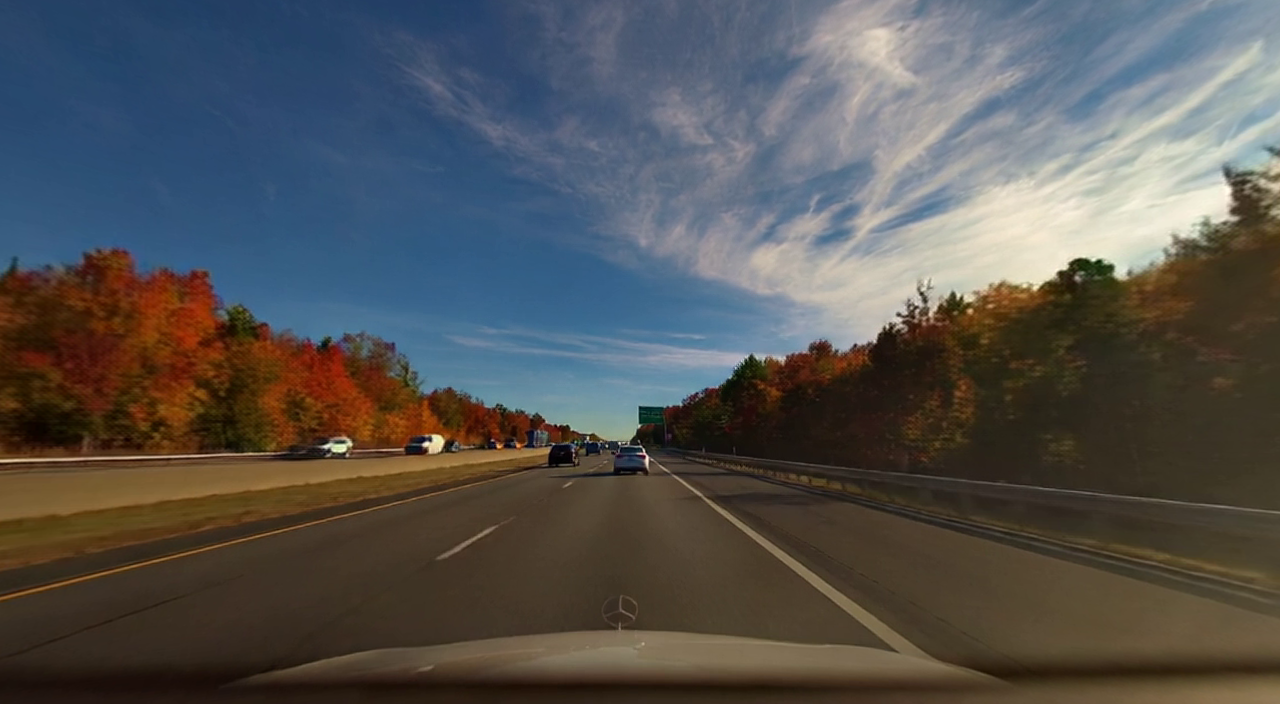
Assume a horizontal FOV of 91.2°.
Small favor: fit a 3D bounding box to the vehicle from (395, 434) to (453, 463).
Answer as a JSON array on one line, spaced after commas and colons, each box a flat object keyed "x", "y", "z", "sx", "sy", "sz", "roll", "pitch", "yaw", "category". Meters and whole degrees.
[{"x": -13.292, "y": 6.003, "z": 38.850, "sx": 1.995, "sy": 1.636, "sz": 4.605, "roll": -1, "pitch": -9, "yaw": 0, "category": "vehicle"}]

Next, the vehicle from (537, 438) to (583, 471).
[{"x": -4.460, "y": 5.818, "z": 35.610, "sx": 1.974, "sy": 1.688, "sz": 4.727, "roll": -1, "pitch": -9, "yaw": 0, "category": "vehicle"}]

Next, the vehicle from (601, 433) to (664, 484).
[{"x": -0.276, "y": 3.863, "z": 22.992, "sx": 2.115, "sy": 1.661, "sz": 4.049, "roll": 0, "pitch": -9, "yaw": 0, "category": "vehicle"}]

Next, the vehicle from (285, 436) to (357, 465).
[{"x": -18.502, "y": 5.736, "z": 36.565, "sx": 1.873, "sy": 1.586, "sz": 4.367, "roll": -1, "pitch": -9, "yaw": 0, "category": "vehicle"}]
